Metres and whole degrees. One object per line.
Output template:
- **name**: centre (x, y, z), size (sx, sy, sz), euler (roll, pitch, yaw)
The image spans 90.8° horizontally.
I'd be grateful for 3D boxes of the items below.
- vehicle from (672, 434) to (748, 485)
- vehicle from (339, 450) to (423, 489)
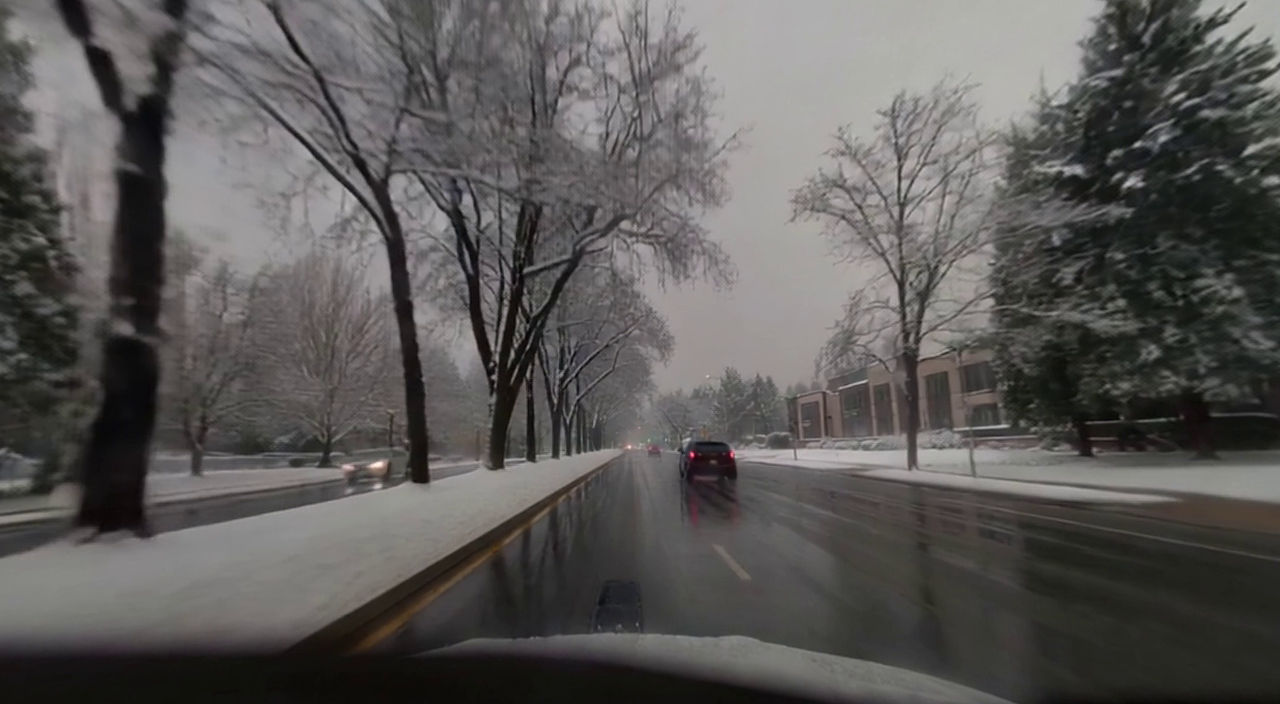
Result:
- **vehicle**: centre (2.566, 4.088, 24.301), size (2.240, 1.740, 4.605), euler (0, -8, -2)
- **vehicle**: centre (-12.228, 5.536, 30.211), size (1.888, 1.615, 5.012), euler (0, -8, 0)
